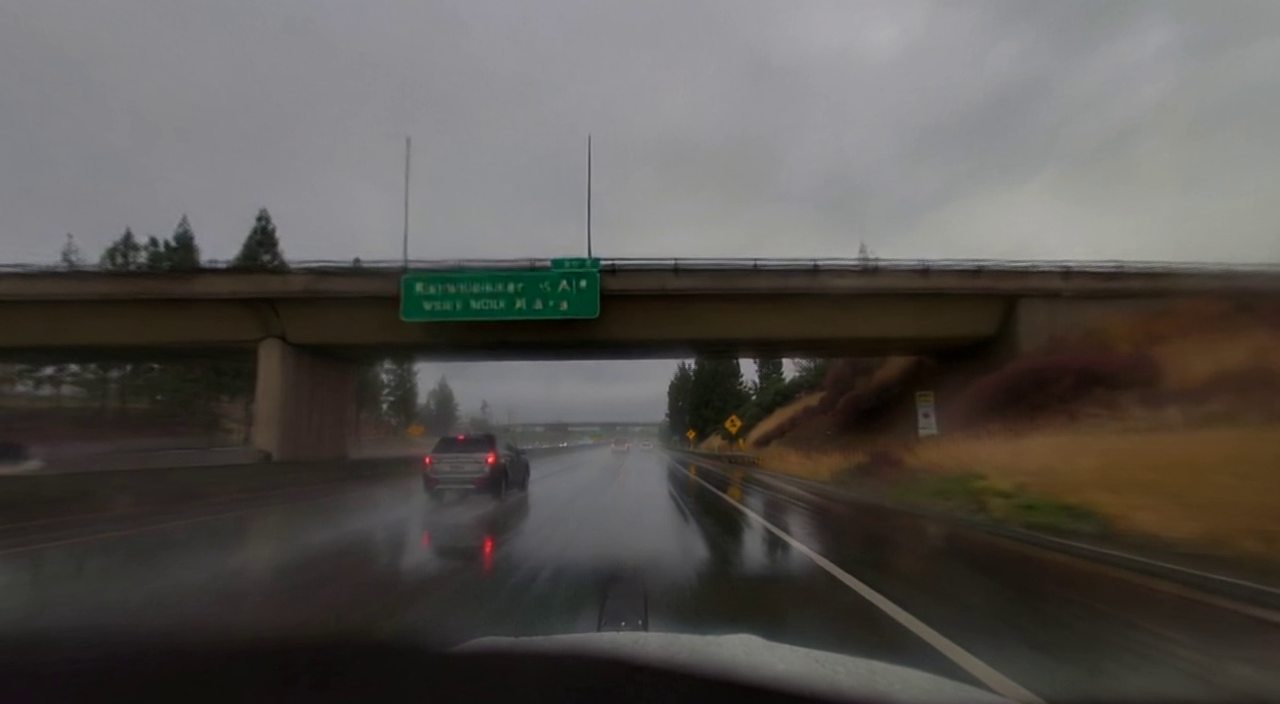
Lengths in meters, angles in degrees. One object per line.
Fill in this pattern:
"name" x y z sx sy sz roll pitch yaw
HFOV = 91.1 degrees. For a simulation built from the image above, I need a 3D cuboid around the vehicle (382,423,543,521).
"vehicle" -3.470 2.442 13.282 2.048 1.705 4.384 0 -8 1
